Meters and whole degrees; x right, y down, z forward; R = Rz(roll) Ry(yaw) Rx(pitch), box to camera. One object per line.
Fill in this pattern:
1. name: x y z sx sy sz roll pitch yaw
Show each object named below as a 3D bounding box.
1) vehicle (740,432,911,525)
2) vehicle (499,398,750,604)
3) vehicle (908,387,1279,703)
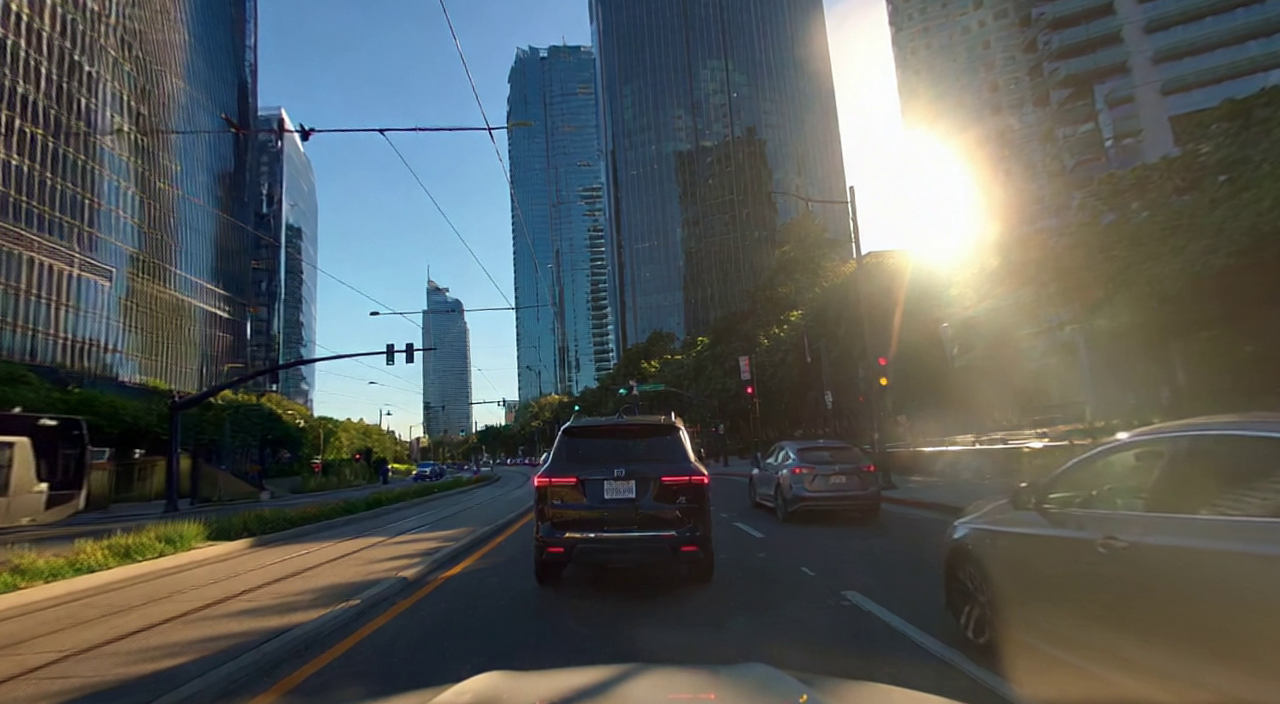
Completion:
1. vehicle: 3.550 2.510 13.091 2.128 1.582 4.188 0 -8 -2
2. vehicle: -0.193 1.608 7.713 2.178 1.779 4.255 0 -8 -2
3. vehicle: 3.137 0.956 2.729 1.993 1.480 4.324 0 -8 -1
